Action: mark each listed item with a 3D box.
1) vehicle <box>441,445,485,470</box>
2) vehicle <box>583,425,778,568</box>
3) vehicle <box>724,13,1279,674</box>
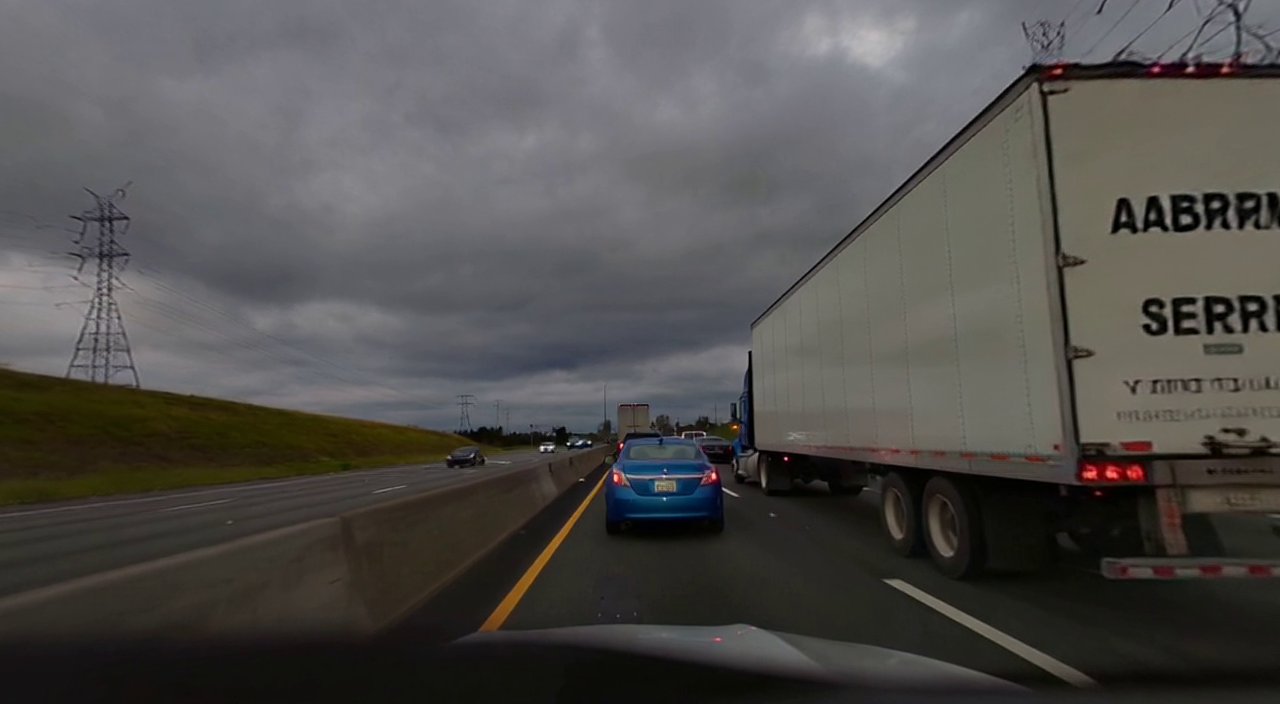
[{"bbox_3d":[-11.919,7.128,42.591,1.856,1.559,3.844,-1,-8,0],"label":"vehicle"},{"bbox_3d":[0.348,1.763,8.430,2.045,1.446,3.597,0,-8,-2],"label":"vehicle"},{"bbox_3d":[4.202,0.790,10.929,3.138,4.065,14.276,0,-8,-2],"label":"vehicle"}]
